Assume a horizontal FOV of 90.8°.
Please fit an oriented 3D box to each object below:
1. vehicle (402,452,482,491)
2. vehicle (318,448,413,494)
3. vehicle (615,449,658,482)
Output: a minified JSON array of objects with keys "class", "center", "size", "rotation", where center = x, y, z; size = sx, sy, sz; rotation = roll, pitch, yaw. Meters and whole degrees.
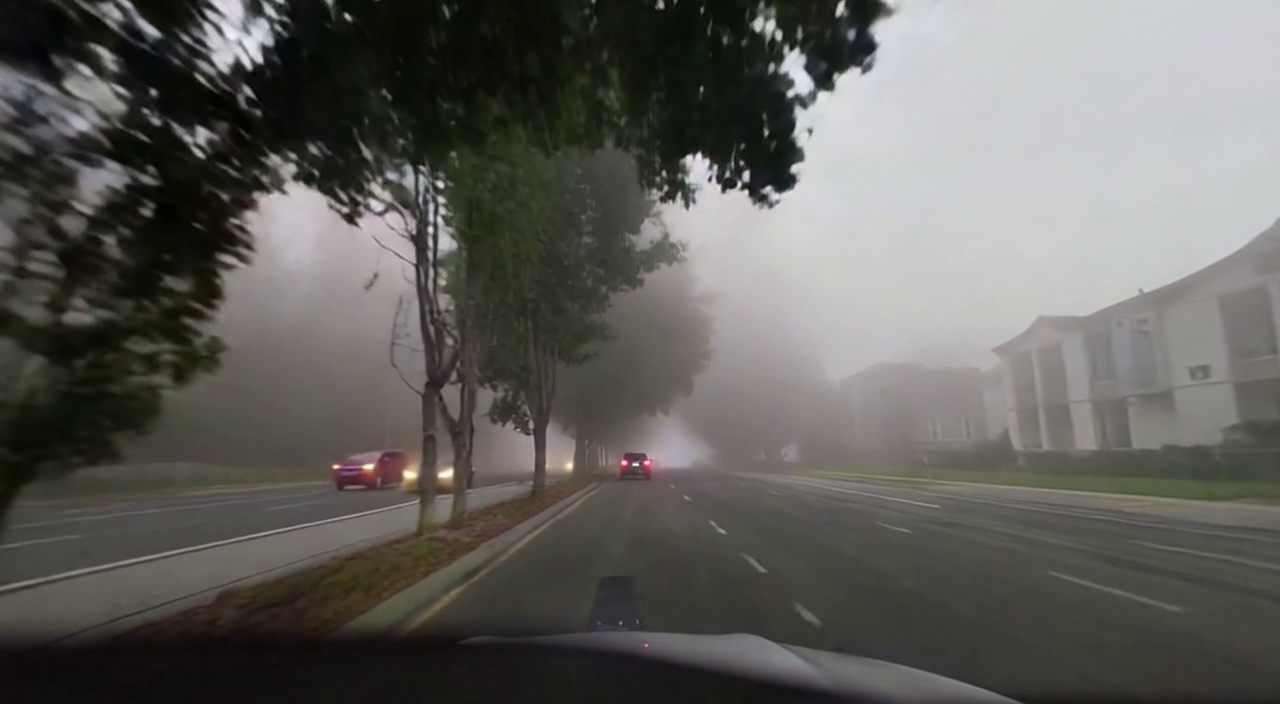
[{"class":"vehicle","center":[-8.498,5.132,27.542],"size":[1.957,1.527,4.411],"rotation":[0,-9,1]},{"class":"vehicle","center":[-11.889,5.141,27.769],"size":[2.052,1.808,4.716],"rotation":[0,-9,0]},{"class":"vehicle","center":[-0.124,5.813,32.632],"size":[2.093,1.591,4.247],"rotation":[0,-9,1]}]
